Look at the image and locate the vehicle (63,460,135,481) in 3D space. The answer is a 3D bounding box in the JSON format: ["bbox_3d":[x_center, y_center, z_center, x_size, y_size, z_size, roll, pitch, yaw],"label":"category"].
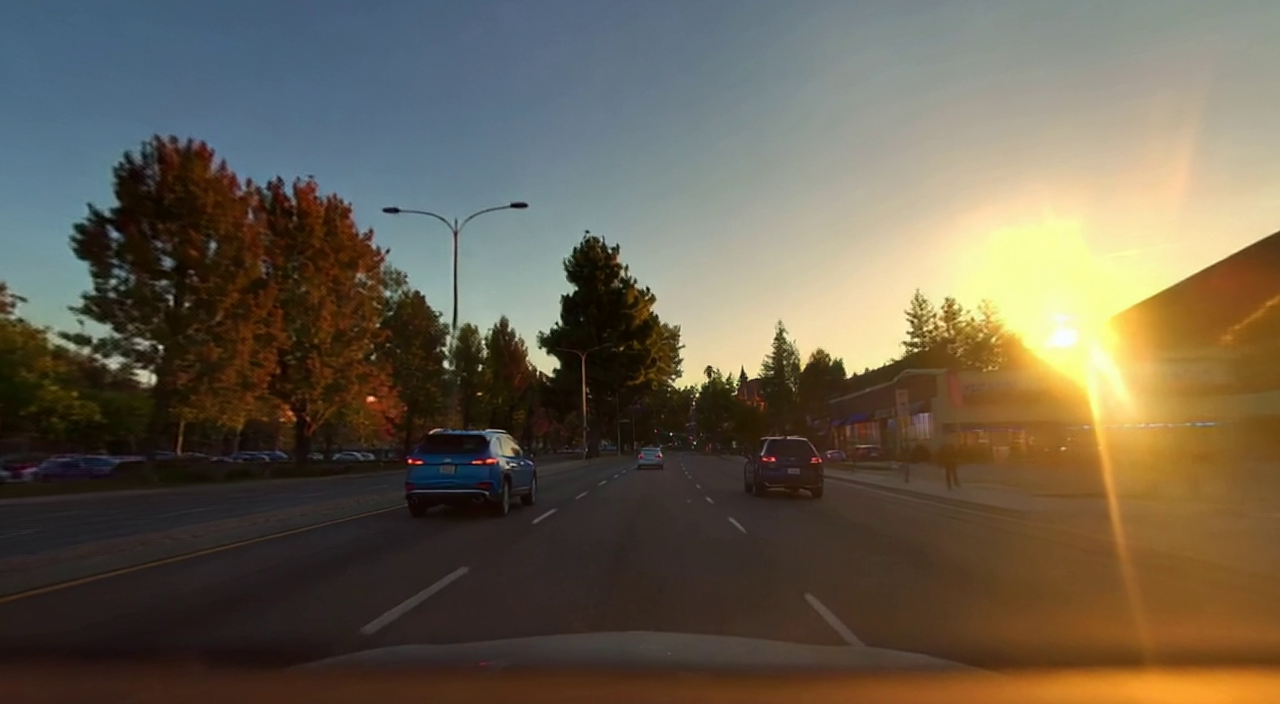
[{"bbox_3d":[-42.338,9.282,49.366,3.983,1.567,1.860,0,-8,2],"label":"vehicle"}]

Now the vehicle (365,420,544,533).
[{"bbox_3d":[-3.358,2.343,12.511,2.047,1.810,4.414,0,-8,2],"label":"vehicle"}]

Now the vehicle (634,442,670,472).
[{"bbox_3d":[0.741,6.350,38.269,2.067,1.702,3.987,0,-8,2],"label":"vehicle"}]

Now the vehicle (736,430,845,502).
[{"bbox_3d":[4.093,3.165,17.946,2.083,1.779,4.347,0,-8,1],"label":"vehicle"}]
